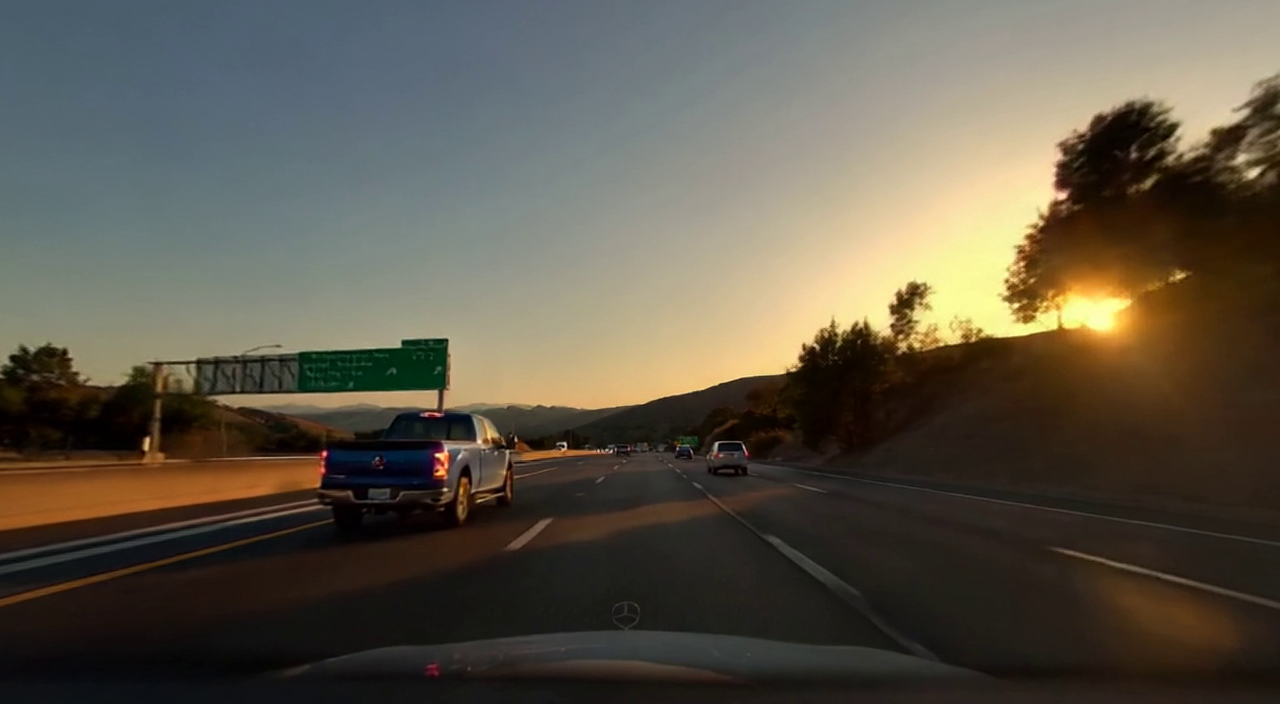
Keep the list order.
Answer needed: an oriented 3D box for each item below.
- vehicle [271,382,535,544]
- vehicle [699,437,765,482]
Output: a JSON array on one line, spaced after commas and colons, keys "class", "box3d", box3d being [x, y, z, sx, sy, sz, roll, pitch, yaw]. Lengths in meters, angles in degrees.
[{"class": "vehicle", "box3d": [-3.770, 1.989, 11.838, 2.496, 2.203, 6.317, 0, -9, 0]}, {"class": "vehicle", "box3d": [3.675, 4.381, 25.939, 2.095, 1.668, 4.135, 0, -9, 0]}]
